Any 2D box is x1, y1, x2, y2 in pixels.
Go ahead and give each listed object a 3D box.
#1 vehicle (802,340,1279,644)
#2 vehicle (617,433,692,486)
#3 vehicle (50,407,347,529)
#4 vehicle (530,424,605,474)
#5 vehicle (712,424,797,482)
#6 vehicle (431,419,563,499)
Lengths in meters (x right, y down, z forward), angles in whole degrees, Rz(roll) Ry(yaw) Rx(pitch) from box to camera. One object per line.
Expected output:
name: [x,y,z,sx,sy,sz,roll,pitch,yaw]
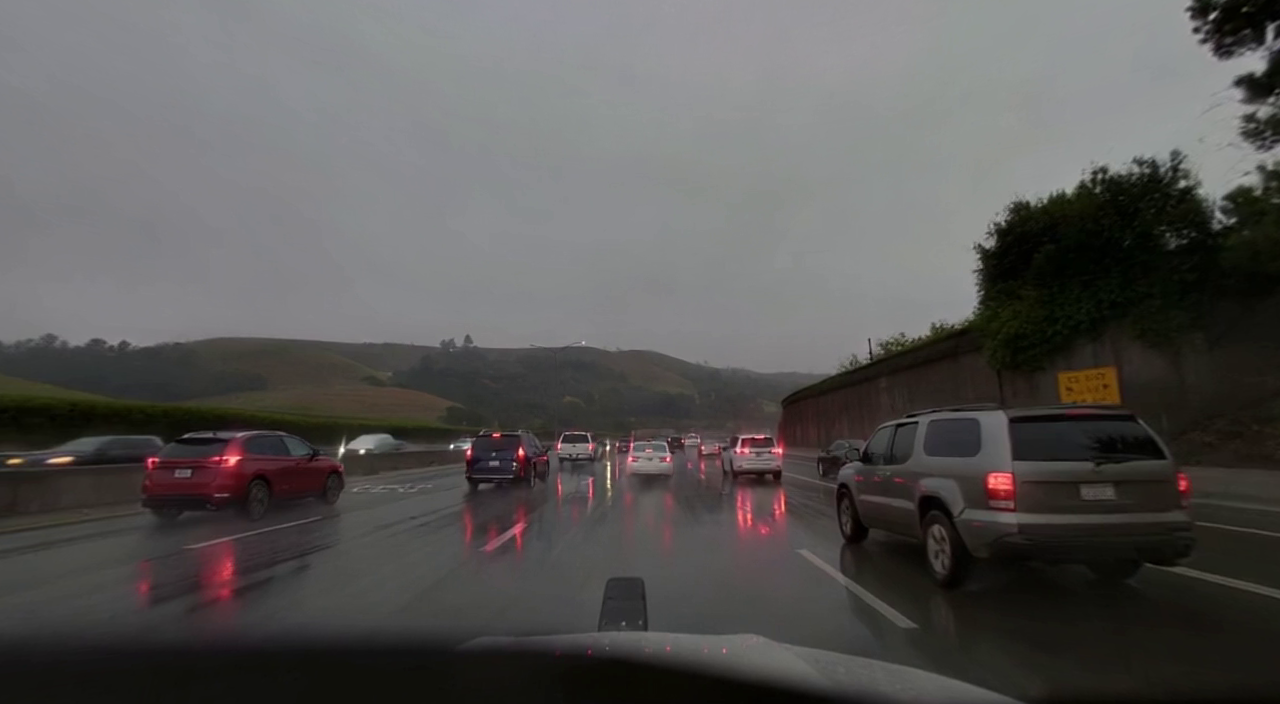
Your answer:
vehicle: [3.515,1.246,6.666,2.266,1.929,5.194,0,-8,1]
vehicle: [0.441,3.330,19.876,2.105,1.471,4.349,0,-8,1]
vehicle: [-7.713,2.075,11.845,2.017,1.810,4.782,0,-8,1]
vehicle: [-2.961,4.109,26.980,2.301,1.902,5.374,0,-8,3]
vehicle: [3.745,3.405,21.500,2.046,1.765,4.534,0,-8,0]
vehicle: [-3.362,2.629,15.876,2.179,1.723,4.410,0,-8,1]
